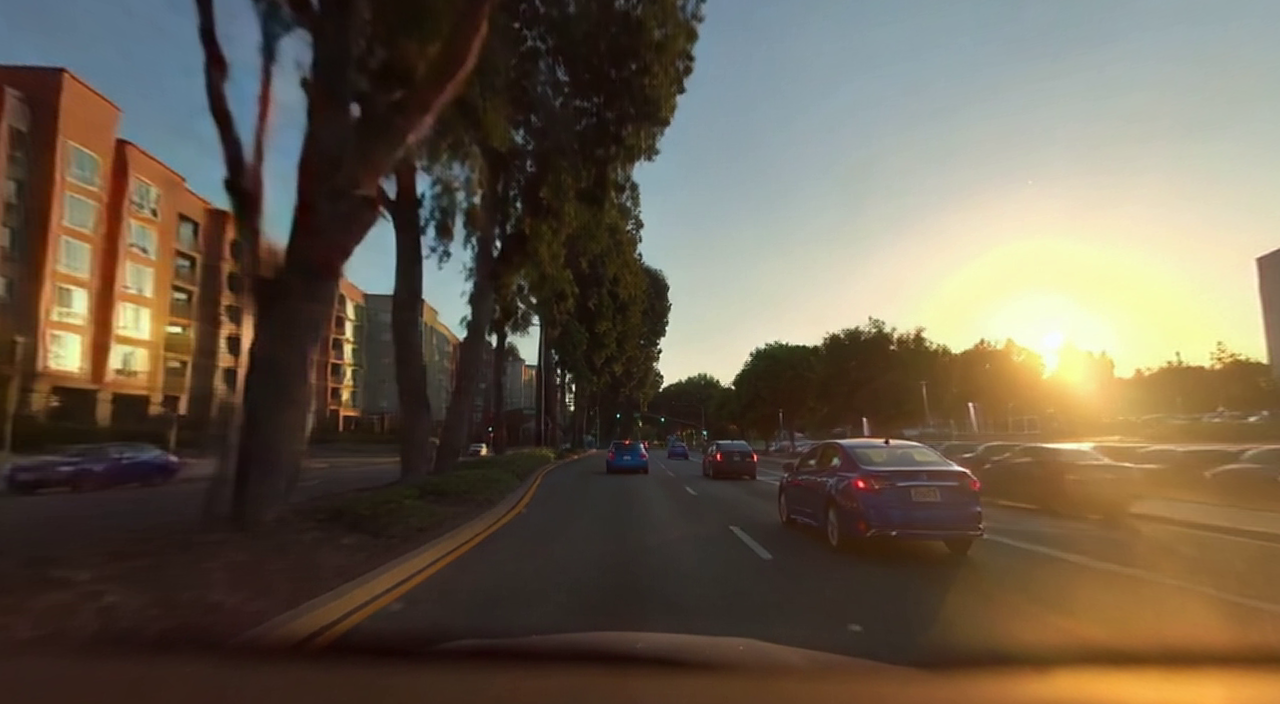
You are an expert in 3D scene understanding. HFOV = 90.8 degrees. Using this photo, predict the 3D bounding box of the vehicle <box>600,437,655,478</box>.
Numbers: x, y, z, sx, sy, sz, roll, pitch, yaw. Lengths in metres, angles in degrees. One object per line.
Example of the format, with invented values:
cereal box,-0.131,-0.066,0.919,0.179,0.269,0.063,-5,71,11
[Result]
vehicle,-0.457,4.069,24.631,1.994,1.479,3.647,0,-8,-1

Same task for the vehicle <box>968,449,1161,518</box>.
vehicle,10.210,3.146,15.683,1.788,1.412,4.226,0,-8,-1

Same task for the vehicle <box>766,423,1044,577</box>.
vehicle,3.014,1.741,8.204,1.852,1.498,3.825,0,-8,-2

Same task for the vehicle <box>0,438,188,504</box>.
vehicle,-14.874,3.119,17.123,1.993,1.503,5.004,1,-8,-7

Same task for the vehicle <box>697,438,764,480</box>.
vehicle,3.424,4.130,24.644,1.908,1.453,4.230,0,-8,-1

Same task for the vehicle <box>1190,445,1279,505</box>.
vehicle,17.358,3.336,17.509,4.063,1.465,2.038,6,-10,-33
